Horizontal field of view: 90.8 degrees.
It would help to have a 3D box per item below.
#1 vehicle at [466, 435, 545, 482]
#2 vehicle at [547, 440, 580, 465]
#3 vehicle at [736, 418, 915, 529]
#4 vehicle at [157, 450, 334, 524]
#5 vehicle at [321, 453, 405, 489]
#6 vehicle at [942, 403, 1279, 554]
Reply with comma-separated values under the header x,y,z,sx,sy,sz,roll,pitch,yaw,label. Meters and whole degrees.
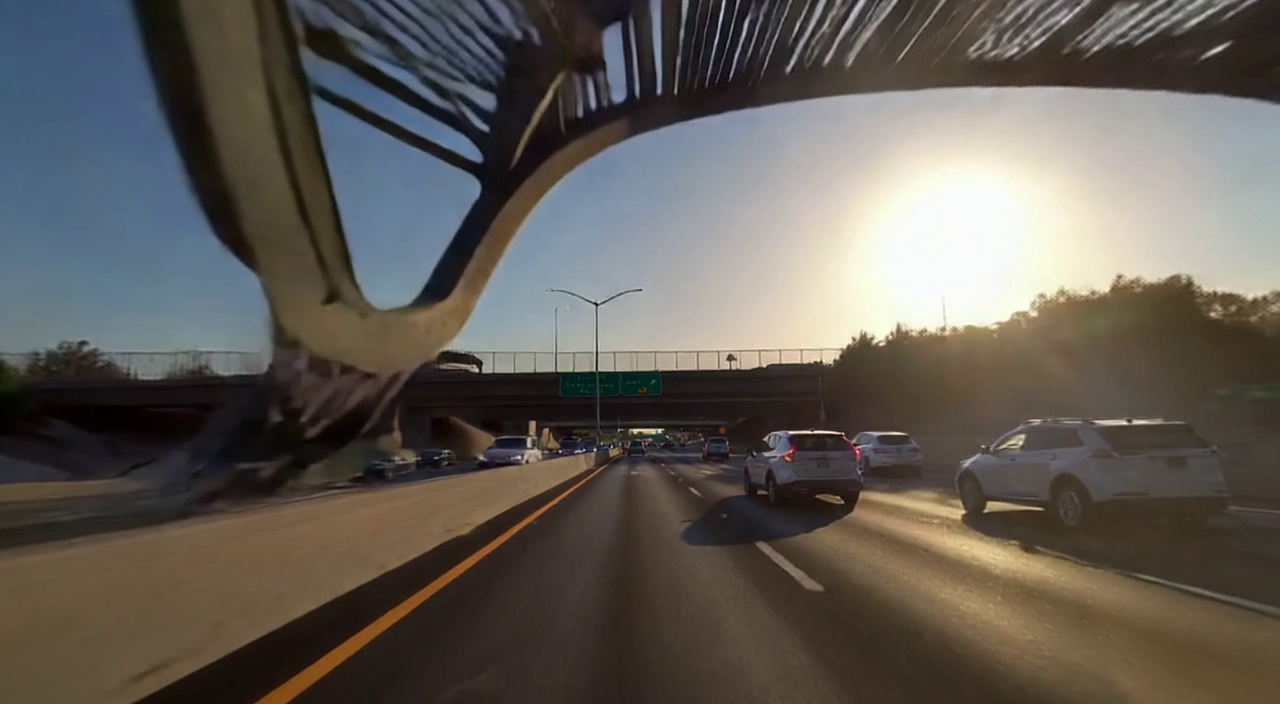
x,y,z,sx,sy,sz,roll,pitch,yaw,label
-5.966,4.815,28.850,2.405,1.932,5.424,0,-9,0,vehicle
-5.943,7.902,49.603,2.048,1.838,4.587,0,-9,-1,vehicle
3.229,2.224,12.057,2.059,1.711,4.302,0,-9,0,vehicle
-9.283,3.165,15.289,1.922,1.523,3.645,0,-9,-1,vehicle
-12.647,5.430,29.159,1.919,1.456,4.462,0,-9,-1,vehicle
7.160,1.900,10.185,2.040,1.801,4.959,0,-9,-1,vehicle
